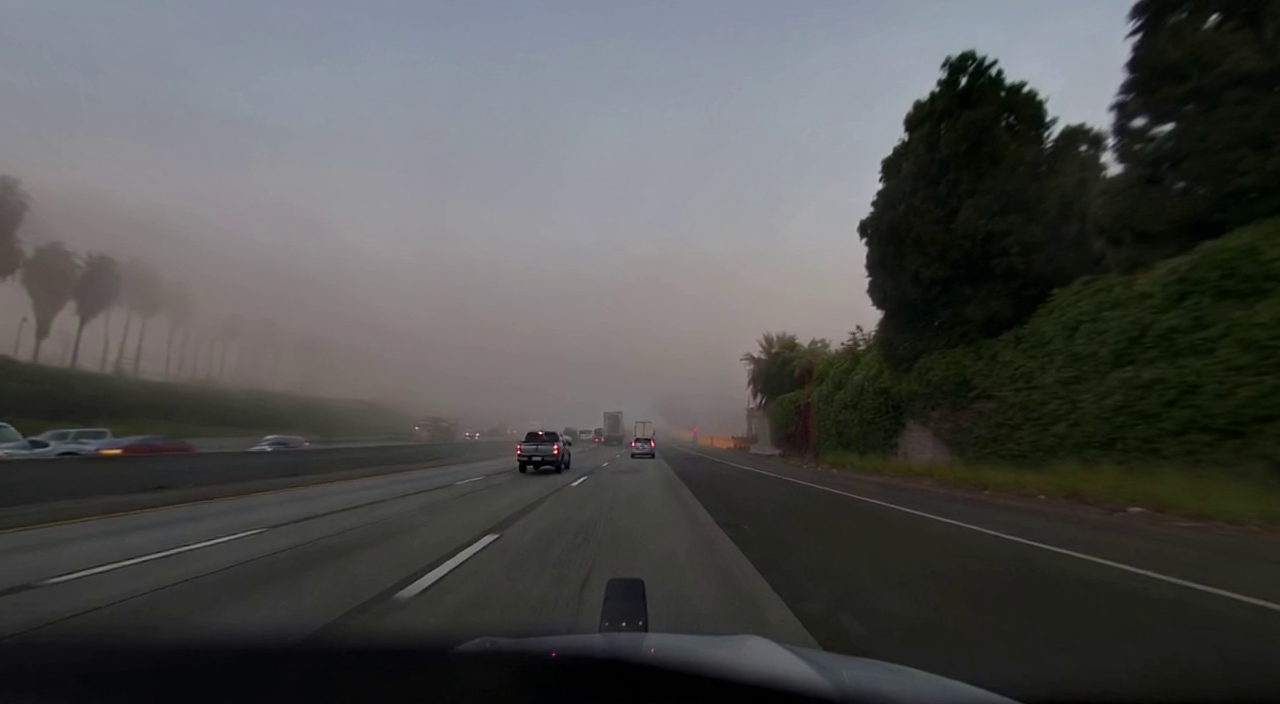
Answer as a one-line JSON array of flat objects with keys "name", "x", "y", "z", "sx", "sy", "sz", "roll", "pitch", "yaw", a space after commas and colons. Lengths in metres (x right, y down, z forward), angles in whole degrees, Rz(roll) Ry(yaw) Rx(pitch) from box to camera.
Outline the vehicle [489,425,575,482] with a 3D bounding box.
[{"name": "vehicle", "x": -3.602, "y": 3.487, "z": 21.906, "sx": 2.108, "sy": 1.740, "sz": 4.549, "roll": 0, "pitch": -8, "yaw": 1}]

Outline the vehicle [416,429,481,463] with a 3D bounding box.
[{"name": "vehicle", "x": -10.806, "y": 5.363, "z": 35.995, "sx": 2.104, "sy": 1.818, "sz": 4.721, "roll": 0, "pitch": -8, "yaw": 1}]

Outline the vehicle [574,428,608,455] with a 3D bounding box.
[{"name": "vehicle", "x": -3.779, "y": 7.020, "z": 49.456, "sx": 2.203, "sy": 1.958, "sz": 4.848, "roll": 0, "pitch": -8, "yaw": 1}]

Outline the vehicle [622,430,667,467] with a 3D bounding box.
[{"name": "vehicle", "x": 0.209, "y": 4.800, "z": 31.516, "sx": 2.136, "sy": 1.678, "sz": 4.052, "roll": 0, "pitch": -8, "yaw": 0}]

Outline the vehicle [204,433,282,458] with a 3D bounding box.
[{"name": "vehicle", "x": -24.641, "y": 5.832, "z": 39.374, "sx": 1.861, "sy": 1.483, "sz": 4.467, "roll": 0, "pitch": -8, "yaw": 1}]

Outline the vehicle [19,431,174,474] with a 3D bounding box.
[{"name": "vehicle", "x": -20.988, "y": 3.890, "z": 24.679, "sx": 1.970, "sy": 1.518, "sz": 4.538, "roll": 0, "pitch": -8, "yaw": 1}]

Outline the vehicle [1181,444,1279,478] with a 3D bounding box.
[{"name": "vehicle", "x": 32.291, "y": 5.783, "z": 33.800, "sx": 1.993, "sy": 1.670, "sz": 4.439, "roll": 4, "pitch": -9, "yaw": -27}]
